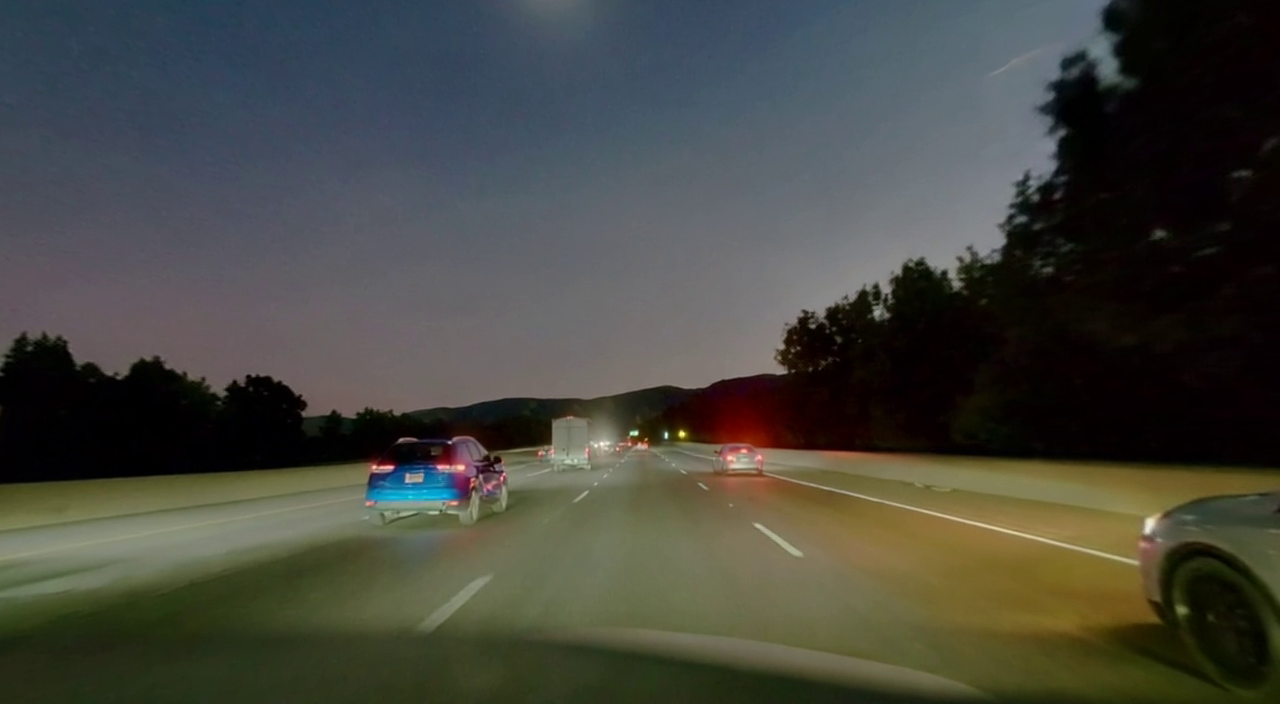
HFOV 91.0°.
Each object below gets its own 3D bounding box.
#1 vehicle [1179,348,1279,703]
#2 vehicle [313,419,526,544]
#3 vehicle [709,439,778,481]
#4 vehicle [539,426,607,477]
[{"bbox_3d":[3.992,0.575,1.075,2.066,1.696,4.604,0,-8,1],"label":"vehicle"},{"bbox_3d":[-3.450,2.103,10.905,2.080,1.716,4.207,0,-8,1],"label":"vehicle"},{"bbox_3d":[4.192,4.429,26.240,2.071,1.570,4.637,0,-8,0],"label":"vehicle"},{"bbox_3d":[-3.005,4.635,29.666,2.494,2.136,5.539,0,-8,1],"label":"vehicle"}]
